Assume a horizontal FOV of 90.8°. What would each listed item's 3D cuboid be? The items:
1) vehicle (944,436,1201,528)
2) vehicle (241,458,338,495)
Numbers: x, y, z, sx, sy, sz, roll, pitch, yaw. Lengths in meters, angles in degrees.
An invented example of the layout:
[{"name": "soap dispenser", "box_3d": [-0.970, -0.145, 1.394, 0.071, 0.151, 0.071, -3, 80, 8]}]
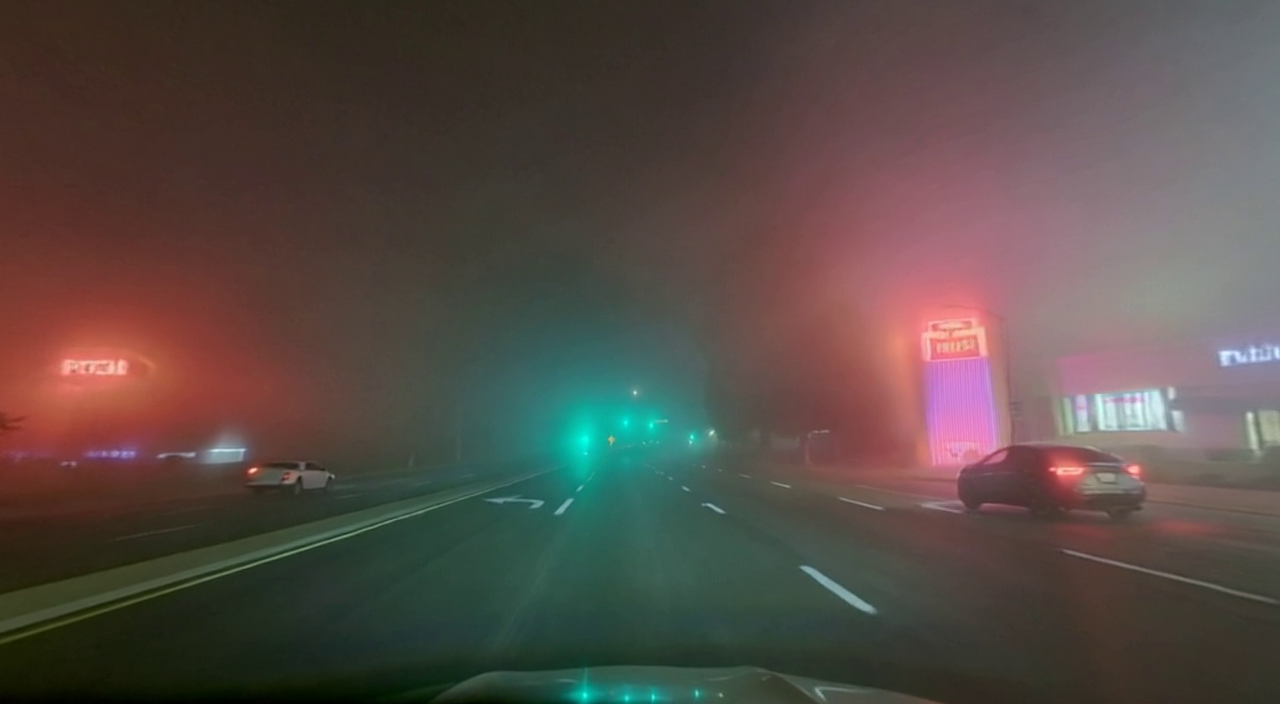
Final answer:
[{"name": "vehicle", "box_3d": [8.018, 2.422, 12.359, 1.936, 1.460, 4.258, 0, -9, -1]}, {"name": "vehicle", "box_3d": [-16.013, 5.621, 28.809, 4.523, 1.494, 1.857, -6, -10, 32]}]
